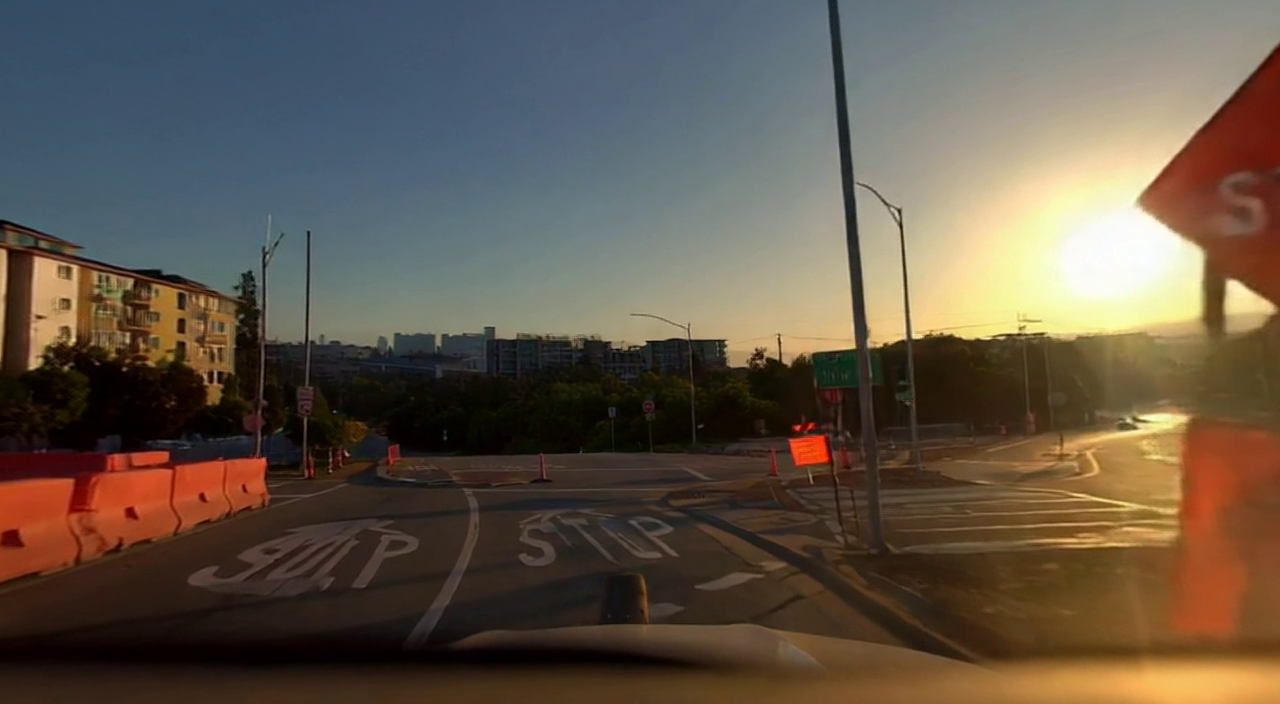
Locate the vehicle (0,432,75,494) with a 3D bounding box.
[{"bbox_3d":[-19.329,3.425,19.623,2.159,1.734,4.292,9,-12,-44],"label":"vehicle"}]

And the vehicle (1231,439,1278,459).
[{"bbox_3d":[45.954,7.251,47.175,1.752,1.399,4.468,-6,-11,35],"label":"vehicle"}]
